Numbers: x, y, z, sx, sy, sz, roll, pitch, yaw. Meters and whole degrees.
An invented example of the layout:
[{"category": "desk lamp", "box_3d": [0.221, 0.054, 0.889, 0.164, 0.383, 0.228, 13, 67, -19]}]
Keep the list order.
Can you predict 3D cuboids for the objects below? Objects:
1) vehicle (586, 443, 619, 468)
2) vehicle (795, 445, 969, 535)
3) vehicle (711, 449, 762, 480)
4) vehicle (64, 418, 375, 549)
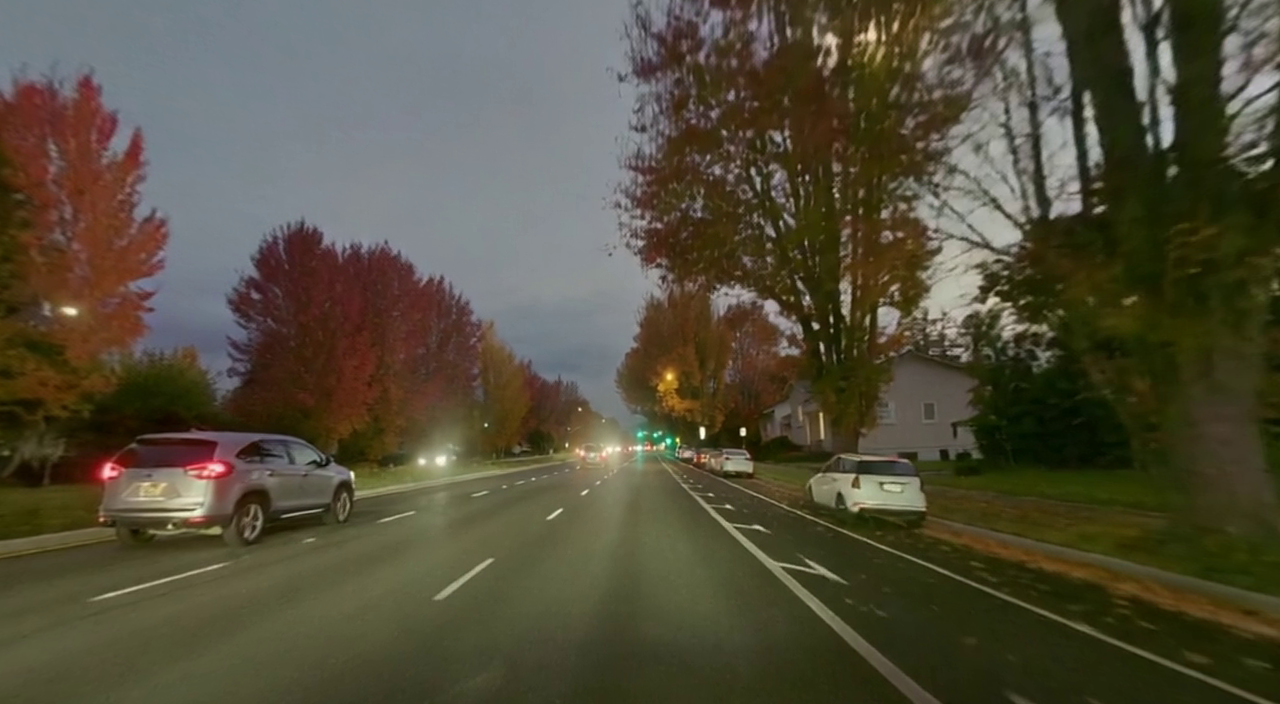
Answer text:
[{"category": "vehicle", "box_3d": [-2.911, 8.140, 49.503, 2.228, 1.796, 4.491, 0, -9, 1]}, {"category": "vehicle", "box_3d": [4.645, 2.688, 12.875, 1.939, 1.504, 4.189, 0, -9, 1]}, {"category": "vehicle", "box_3d": [5.021, 5.921, 33.382, 1.952, 1.505, 4.713, 0, -9, 0]}, {"category": "vehicle", "box_3d": [-6.547, 2.101, 10.664, 2.034, 1.711, 4.512, 0, -9, 1]}]
